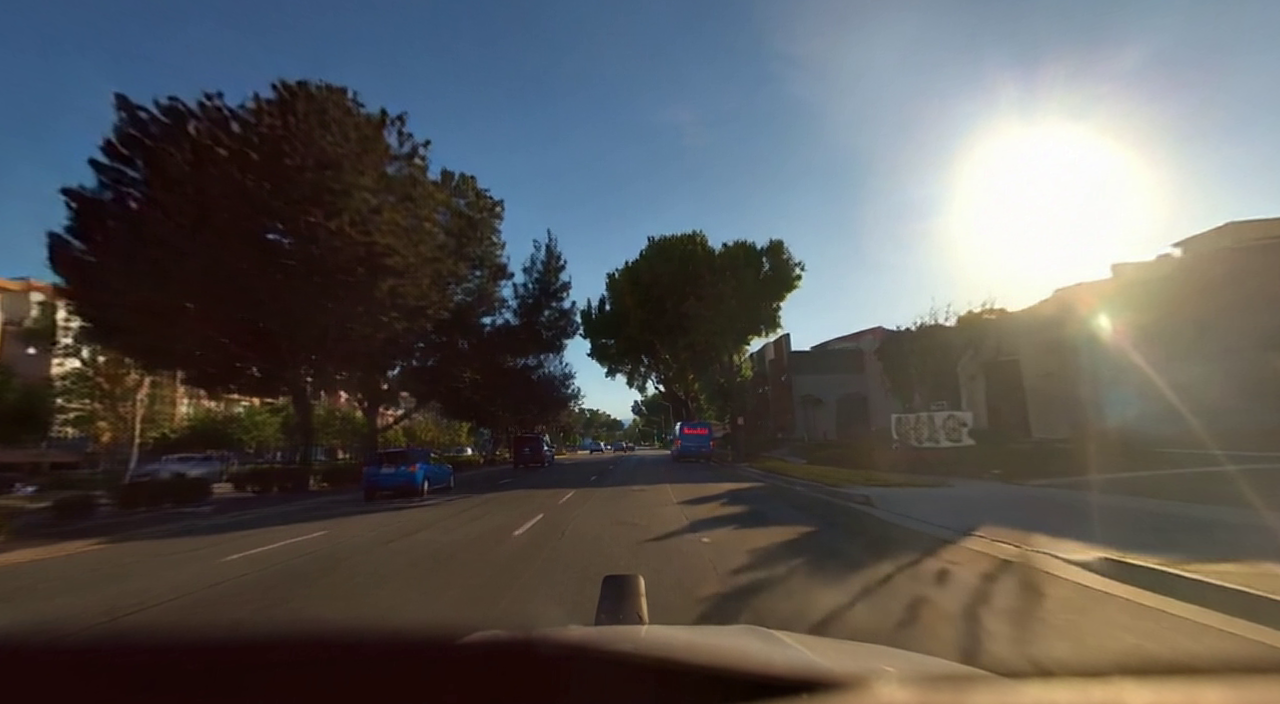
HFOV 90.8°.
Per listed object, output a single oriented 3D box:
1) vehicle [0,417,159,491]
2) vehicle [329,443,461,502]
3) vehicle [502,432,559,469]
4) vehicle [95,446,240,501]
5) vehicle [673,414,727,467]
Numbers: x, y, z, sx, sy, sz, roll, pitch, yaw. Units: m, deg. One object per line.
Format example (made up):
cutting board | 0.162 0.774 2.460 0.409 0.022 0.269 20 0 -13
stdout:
vehicle | -34.246 6.150 38.360 2.781 3.955 8.836 -1 -9 2
vehicle | -6.809 3.370 18.160 1.970 1.456 4.441 0 -9 1
vehicle | -6.556 6.012 38.536 2.332 2.039 5.678 0 -9 1
vehicle | -18.132 4.626 24.598 2.010 1.888 4.622 0 -9 1
vehicle | 3.567 5.439 38.643 2.791 3.026 4.668 0 -9 0
